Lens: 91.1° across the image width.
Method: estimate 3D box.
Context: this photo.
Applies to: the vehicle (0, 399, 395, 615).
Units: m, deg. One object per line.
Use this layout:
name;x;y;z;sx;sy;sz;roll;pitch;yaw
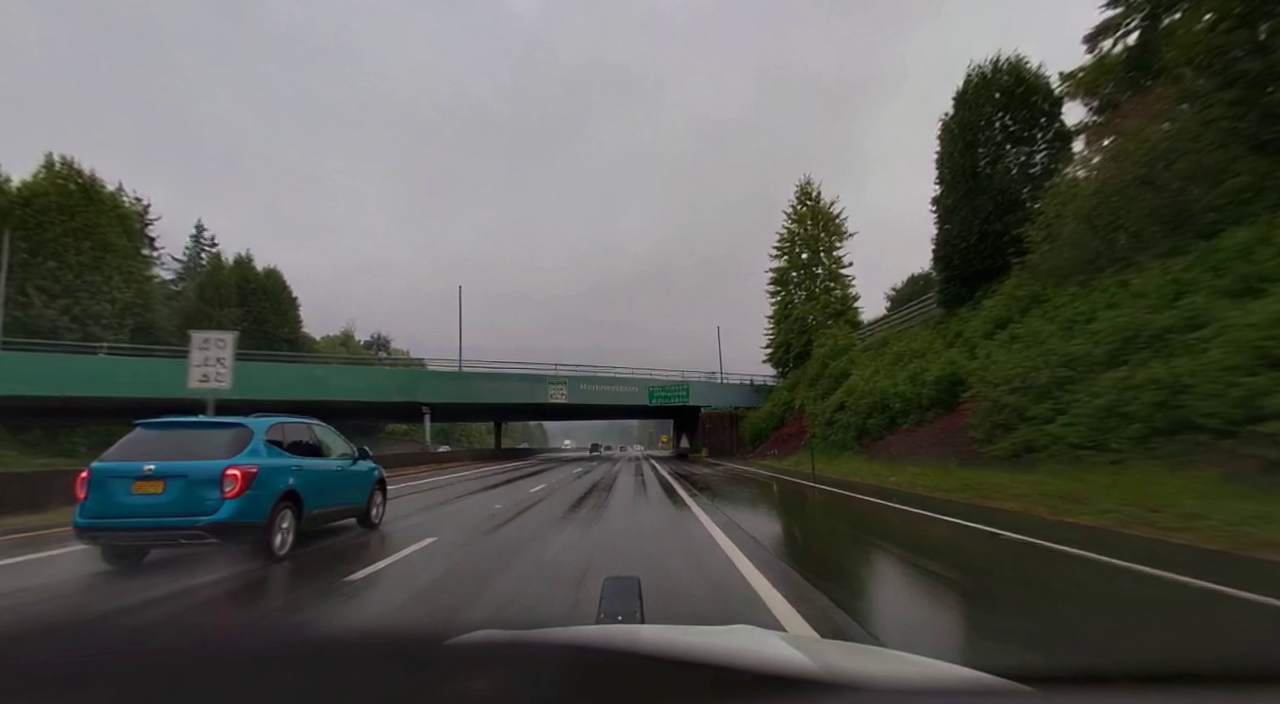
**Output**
vehicle;-4.706;1.511;7.112;2.125;1.662;4.336;0;-8;0
